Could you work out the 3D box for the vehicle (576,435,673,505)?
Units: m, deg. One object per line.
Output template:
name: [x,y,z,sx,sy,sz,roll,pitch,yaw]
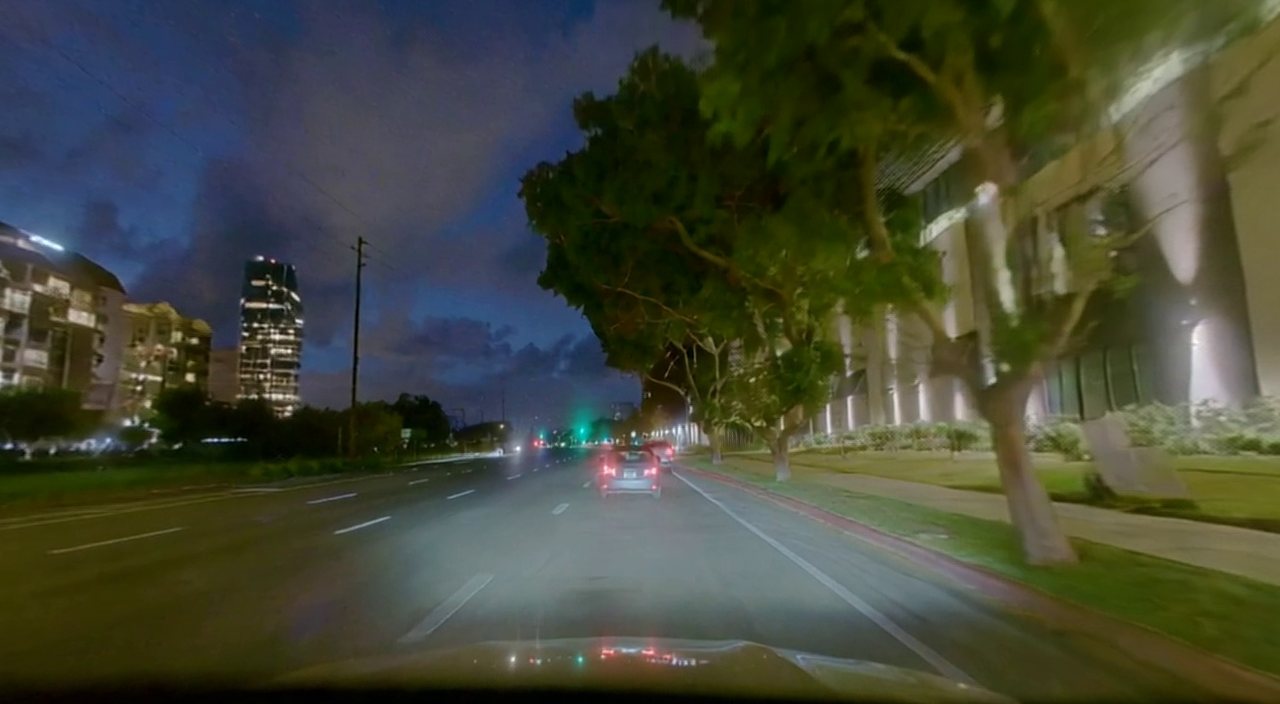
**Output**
vehicle: [-0.404,2.888,15.963,2.116,1.479,4.358,0,-8,-2]
